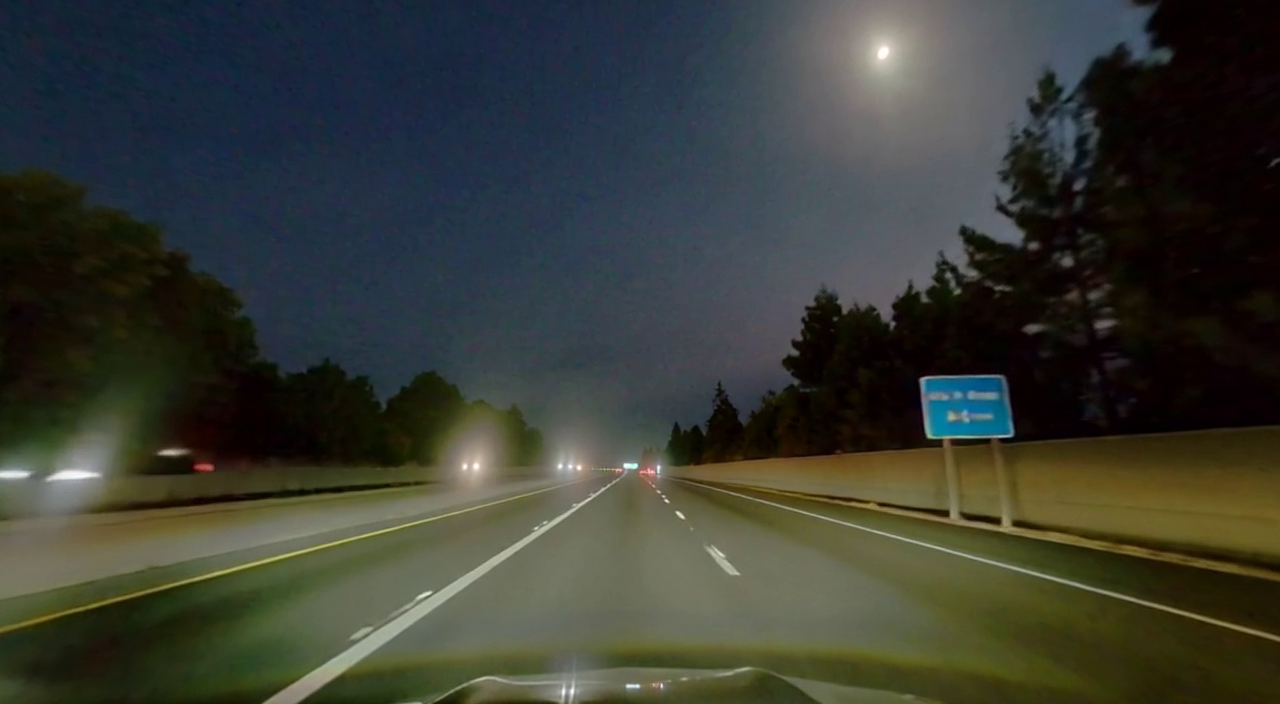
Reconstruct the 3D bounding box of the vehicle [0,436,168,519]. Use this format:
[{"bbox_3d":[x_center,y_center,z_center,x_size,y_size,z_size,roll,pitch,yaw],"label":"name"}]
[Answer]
[{"bbox_3d":[-12.297,2.581,13.180,1.830,1.454,3.815,1,-11,0],"label":"vehicle"}]
